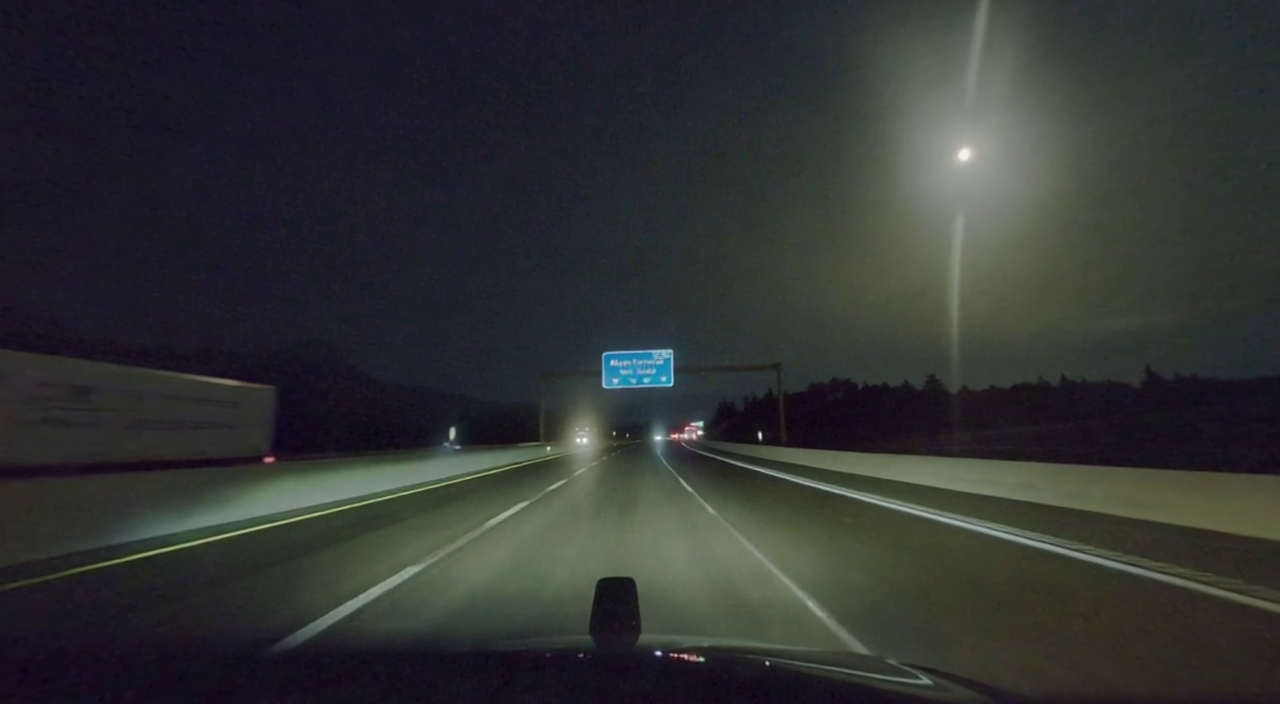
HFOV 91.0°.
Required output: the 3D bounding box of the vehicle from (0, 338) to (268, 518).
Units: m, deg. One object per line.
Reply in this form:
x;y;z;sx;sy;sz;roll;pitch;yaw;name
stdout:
-16.075;2.188;17.521;2.911;4.072;14.044;0;-8;0;vehicle
